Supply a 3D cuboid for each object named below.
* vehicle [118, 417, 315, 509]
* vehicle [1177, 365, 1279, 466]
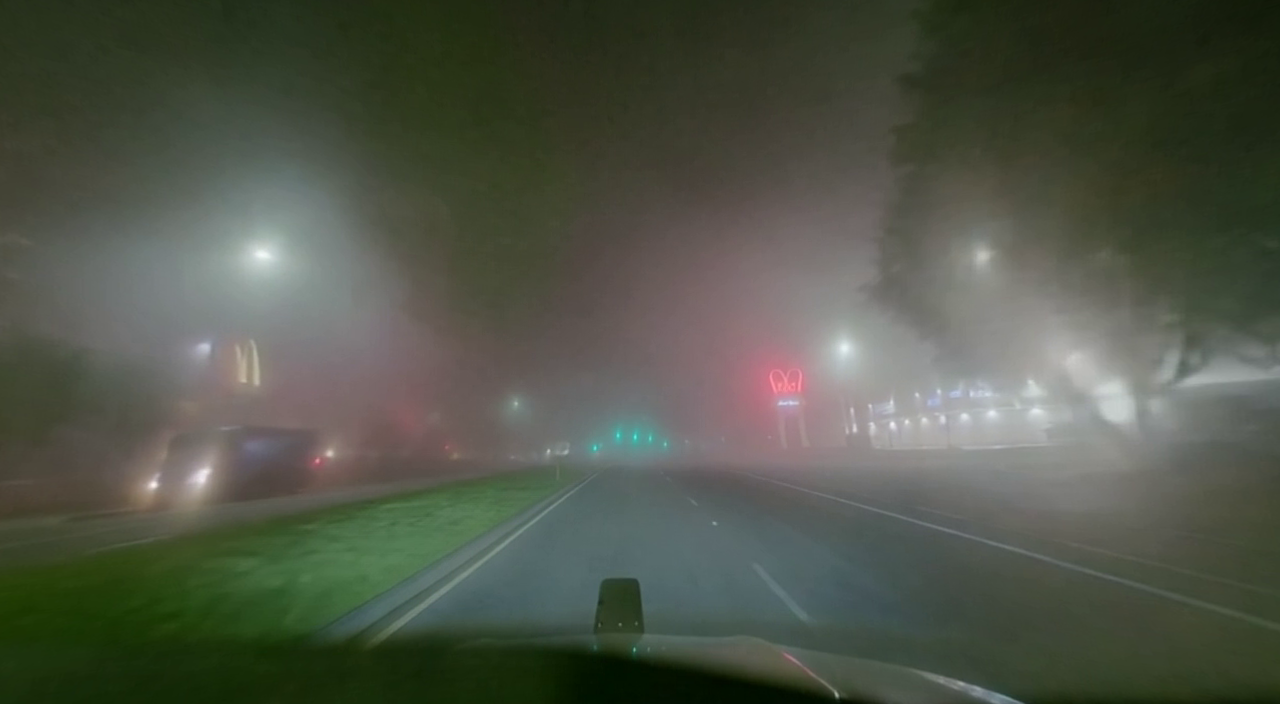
[{"bbox_3d":[-19.587,5.188,30.339,2.966,3.698,9.217,0,-9,0],"label":"vehicle"},{"bbox_3d":[28.945,2.978,28.699,8.627,4.134,2.881,3,-9,-22],"label":"vehicle"}]
